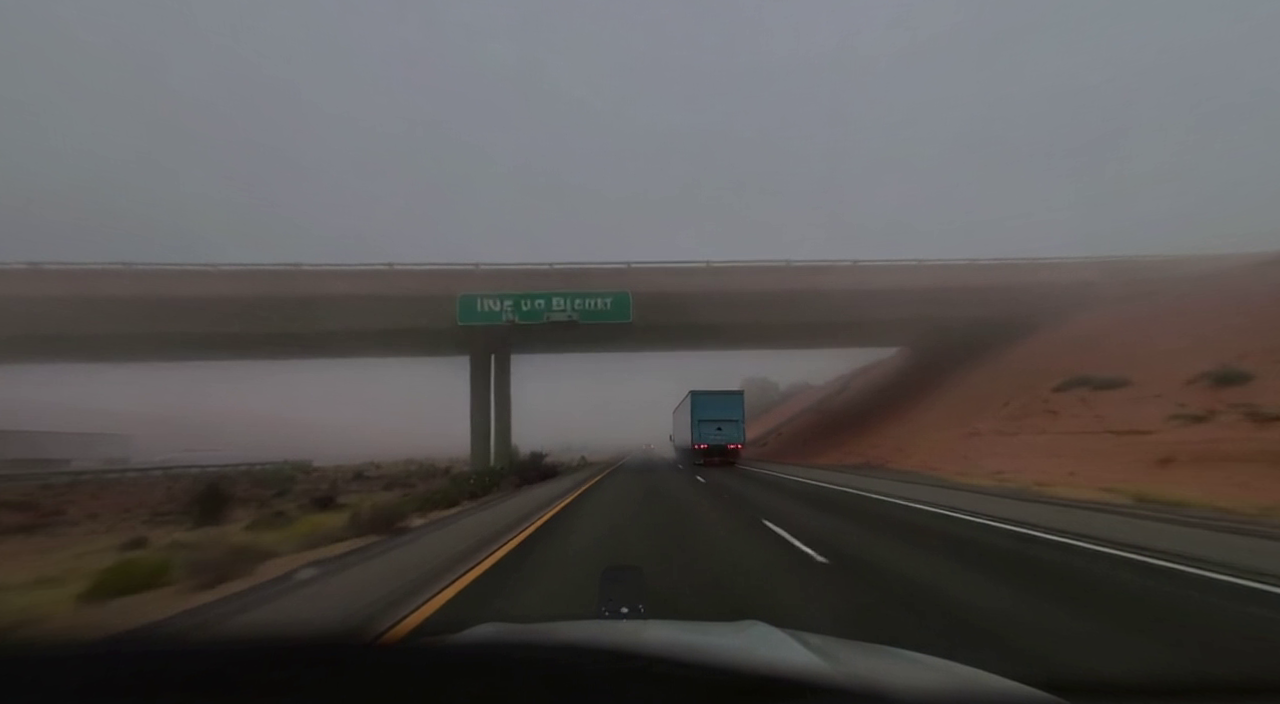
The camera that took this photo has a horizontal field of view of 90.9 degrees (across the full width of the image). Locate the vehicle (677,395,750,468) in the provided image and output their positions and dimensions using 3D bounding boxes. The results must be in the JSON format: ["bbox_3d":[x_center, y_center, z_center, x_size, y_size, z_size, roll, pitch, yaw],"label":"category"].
[{"bbox_3d":[4.171,4.914,38.391,3.024,3.834,10.128,0,-8,-1],"label":"vehicle"}]
